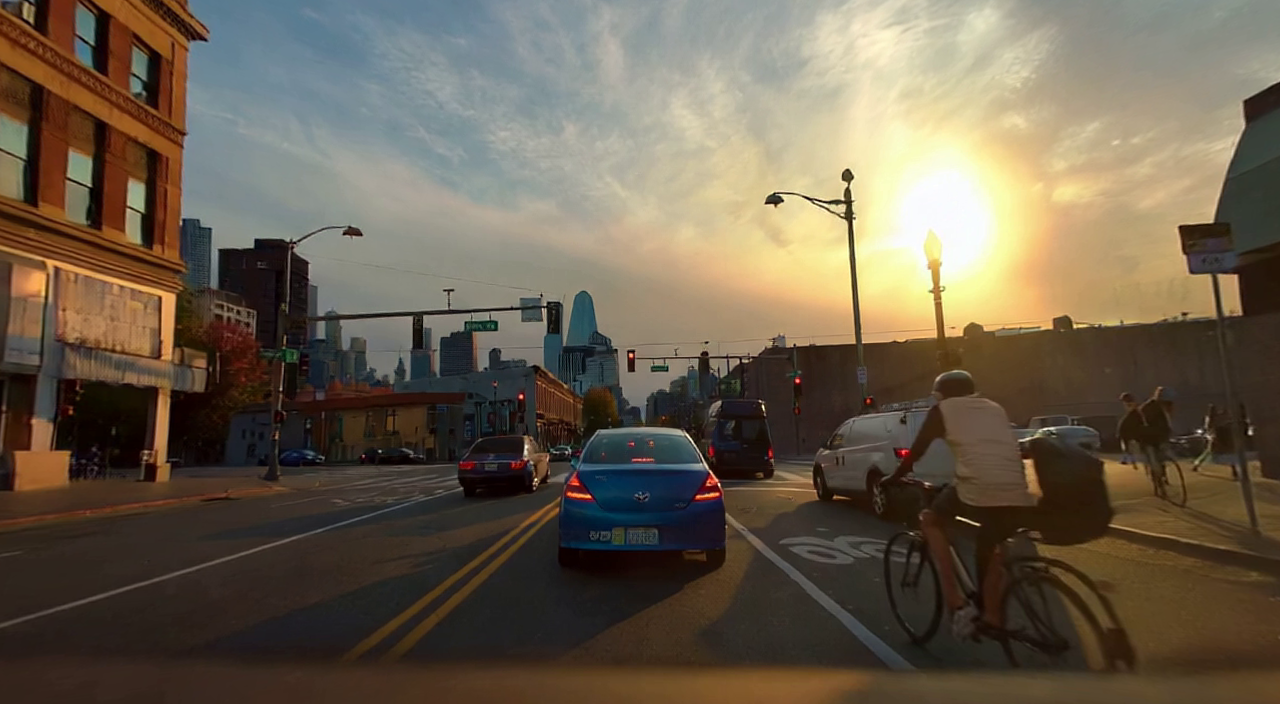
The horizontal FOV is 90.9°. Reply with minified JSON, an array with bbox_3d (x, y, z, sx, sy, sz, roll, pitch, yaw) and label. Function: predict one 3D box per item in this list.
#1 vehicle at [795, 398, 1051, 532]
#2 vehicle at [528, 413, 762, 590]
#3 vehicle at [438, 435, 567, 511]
[{"bbox_3d":[4.499,1.912,11.126,2.142,1.829,4.767,0,-9,-2],"label":"vehicle"},{"bbox_3d":[0.031,1.643,7.705,2.091,1.557,4.000,0,-9,0],"label":"vehicle"},{"bbox_3d":[-2.948,2.707,14.629,2.039,1.452,4.489,0,-9,-1],"label":"vehicle"}]
